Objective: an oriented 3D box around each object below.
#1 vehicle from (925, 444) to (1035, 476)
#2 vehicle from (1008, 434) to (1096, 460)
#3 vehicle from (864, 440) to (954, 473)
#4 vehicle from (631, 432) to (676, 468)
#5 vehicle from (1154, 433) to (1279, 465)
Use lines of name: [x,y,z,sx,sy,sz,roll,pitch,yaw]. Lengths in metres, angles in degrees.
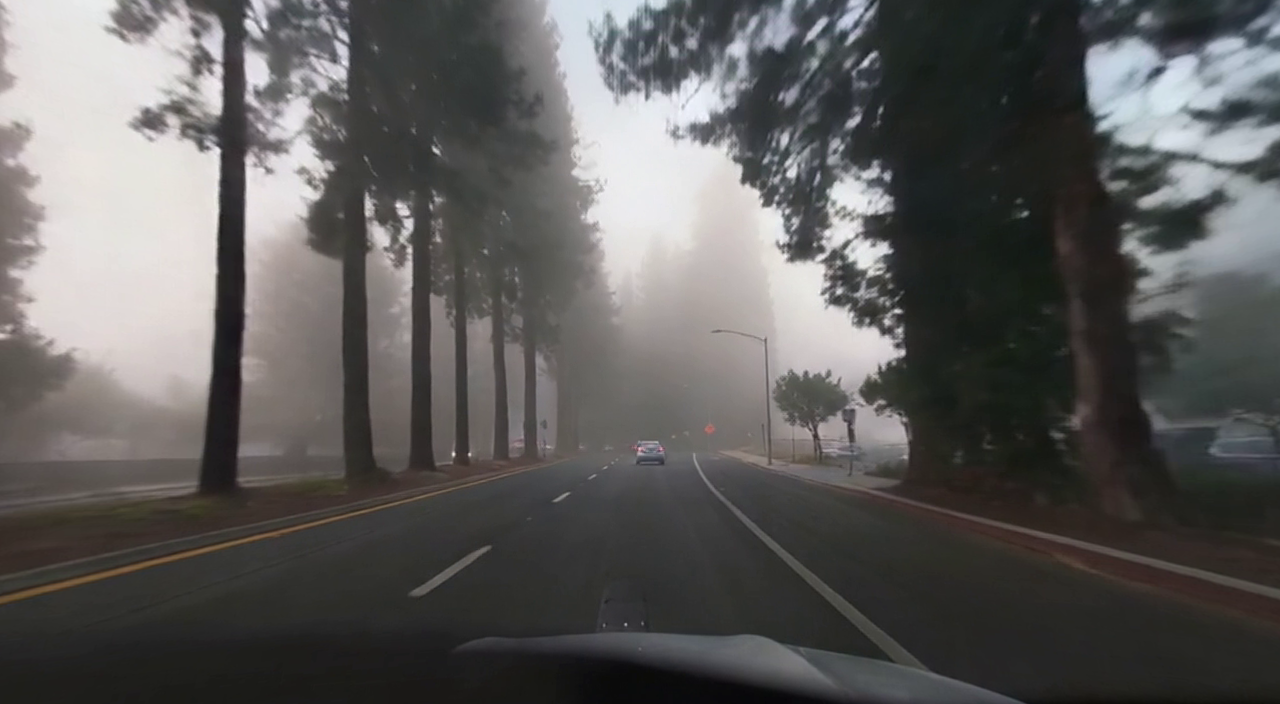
vehicle: [15.522,4.938,28.911,3.913,1.384,1.893,0,-9,1]
vehicle: [28.765,6.669,44.131,4.688,1.748,2.099,0,-9,-2]
vehicle: [15.903,6.148,37.357,4.413,1.471,1.823,-5,-7,0]
vehicle: [0.667,4.977,31.965,2.135,1.691,3.884,0,-9,1]
vehicle: [28.803,4.831,31.411,4.576,1.490,1.896,0,-9,1]
